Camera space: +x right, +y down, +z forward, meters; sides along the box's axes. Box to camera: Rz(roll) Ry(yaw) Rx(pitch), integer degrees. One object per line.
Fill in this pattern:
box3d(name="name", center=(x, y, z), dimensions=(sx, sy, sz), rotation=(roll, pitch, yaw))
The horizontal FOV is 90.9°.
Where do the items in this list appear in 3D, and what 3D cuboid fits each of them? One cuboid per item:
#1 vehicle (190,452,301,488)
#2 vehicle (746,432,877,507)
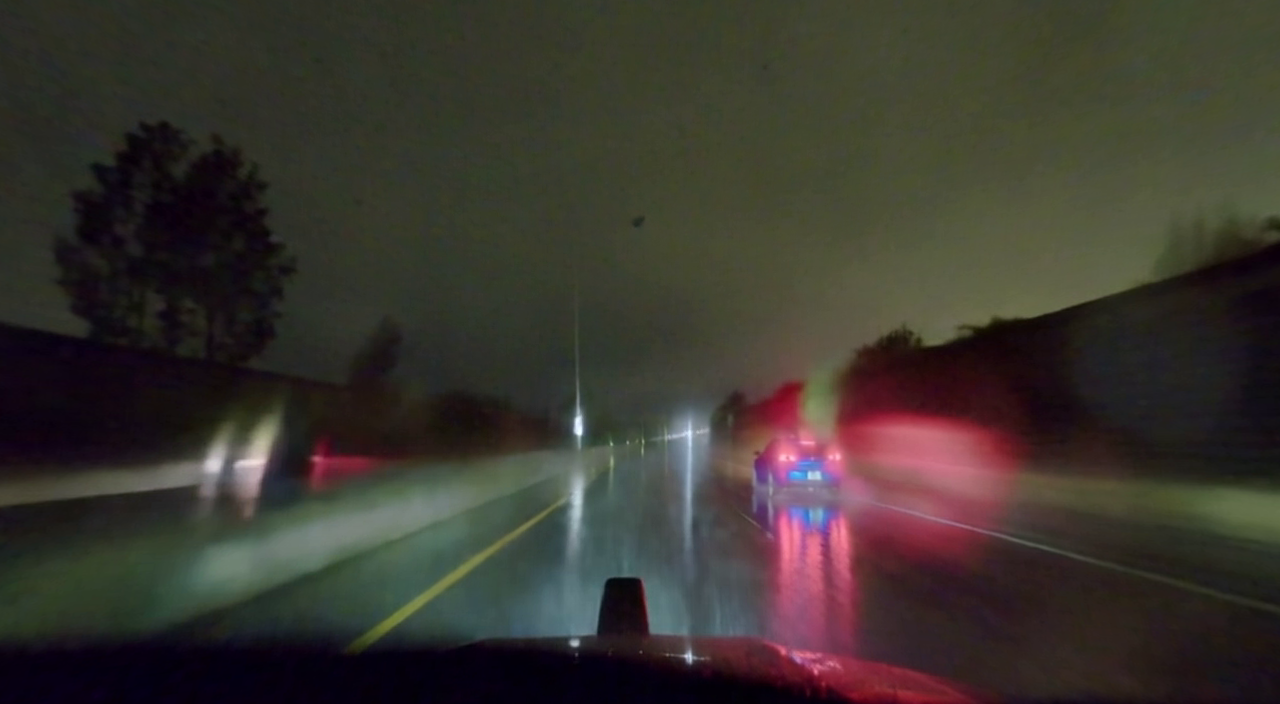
box3d(name="vehicle", center=(-18.197, 5.429, 29.430), dimensions=(2.045, 1.457, 4.763), rotation=(-1, -9, 2))
box3d(name="vehicle", center=(3.902, 2.746, 15.180), dimensions=(1.997, 1.515, 4.025), rotation=(0, -9, 0))
